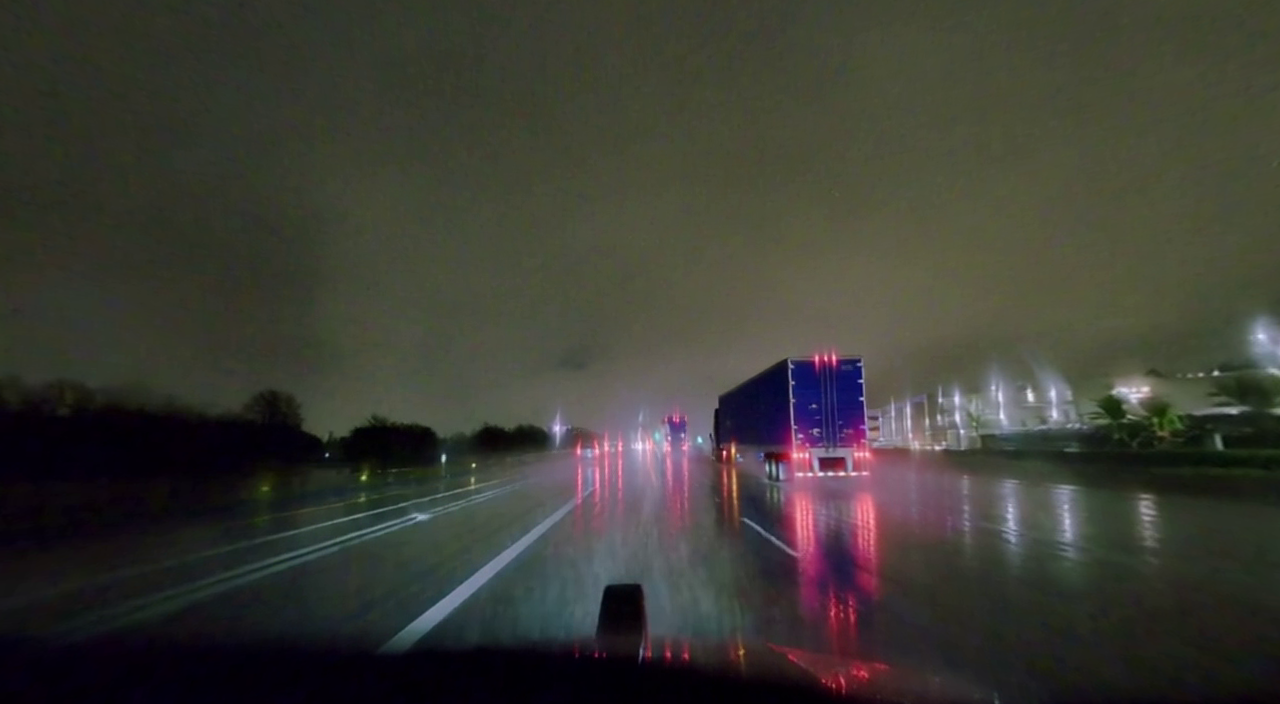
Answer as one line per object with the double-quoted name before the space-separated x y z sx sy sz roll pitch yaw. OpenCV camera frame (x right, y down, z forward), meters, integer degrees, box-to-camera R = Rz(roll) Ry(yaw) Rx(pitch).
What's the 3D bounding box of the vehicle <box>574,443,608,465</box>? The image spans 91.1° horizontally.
"vehicle" -3.649 7.676 47.597 2.113 1.548 4.532 0 -8 2
